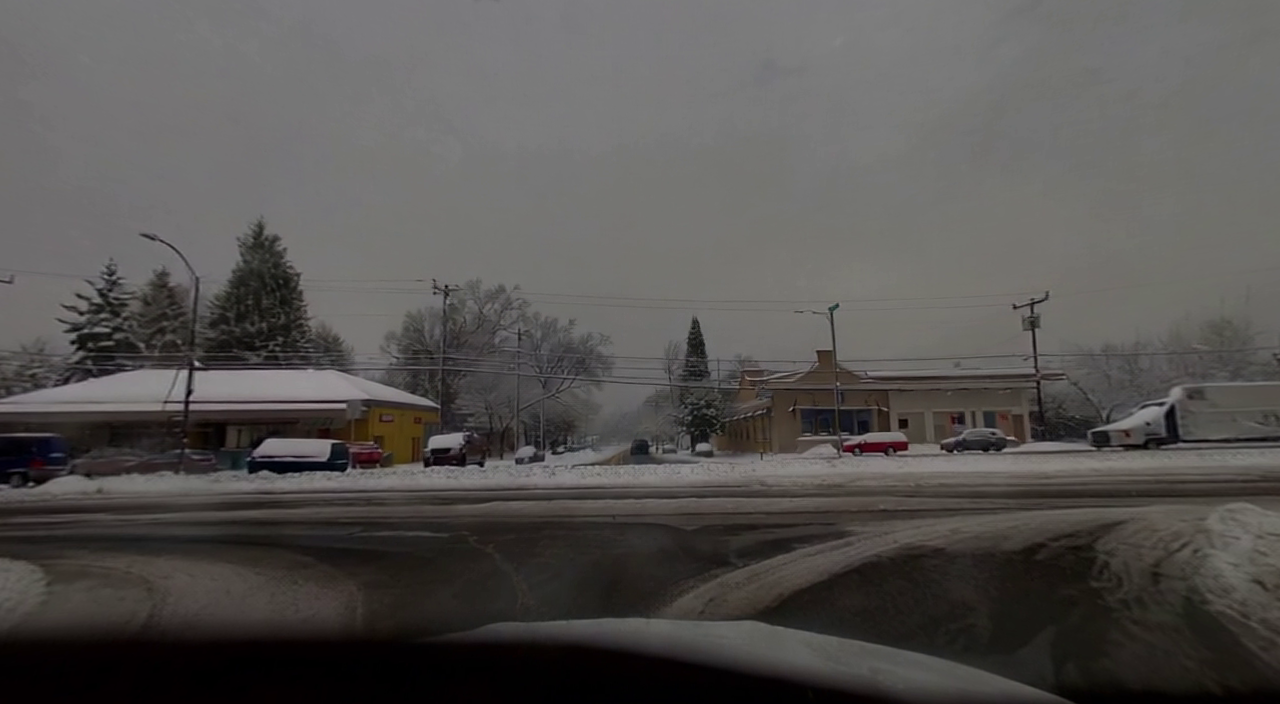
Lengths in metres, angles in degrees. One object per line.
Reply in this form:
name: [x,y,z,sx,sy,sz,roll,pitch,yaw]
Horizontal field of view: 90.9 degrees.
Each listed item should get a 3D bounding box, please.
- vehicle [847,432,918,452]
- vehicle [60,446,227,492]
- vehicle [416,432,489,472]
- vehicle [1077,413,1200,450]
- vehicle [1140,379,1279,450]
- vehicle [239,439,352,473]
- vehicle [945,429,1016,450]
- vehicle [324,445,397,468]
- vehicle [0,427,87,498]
vehicle: [18.187,6.761,47.305,4.528,1.458,1.939,1,-7,-4]
vehicle: [-16.469,3.858,21.041,4.233,1.432,1.755,-1,-8,6]
vehicle: [-8.487,4.584,29.008,2.156,1.620,4.945,2,-9,-4]
vehicle: [29.087,4.651,36.922,5.277,2.032,2.408,1,-7,-3]
vehicle: [33.317,3.413,33.823,10.986,3.604,2.707,0,-9,-6]
vehicle: [-17.549,5.268,32.302,2.010,1.583,4.582,-6,-10,34]
vehicle: [25.739,6.621,47.728,4.323,1.507,1.896,0,-8,-4]
vehicle: [-19.970,7.481,45.227,4.277,1.527,1.987,0,-8,-3]
vehicle: [-21.609,3.726,21.450,3.506,2.261,2.158,-1,-8,5]
